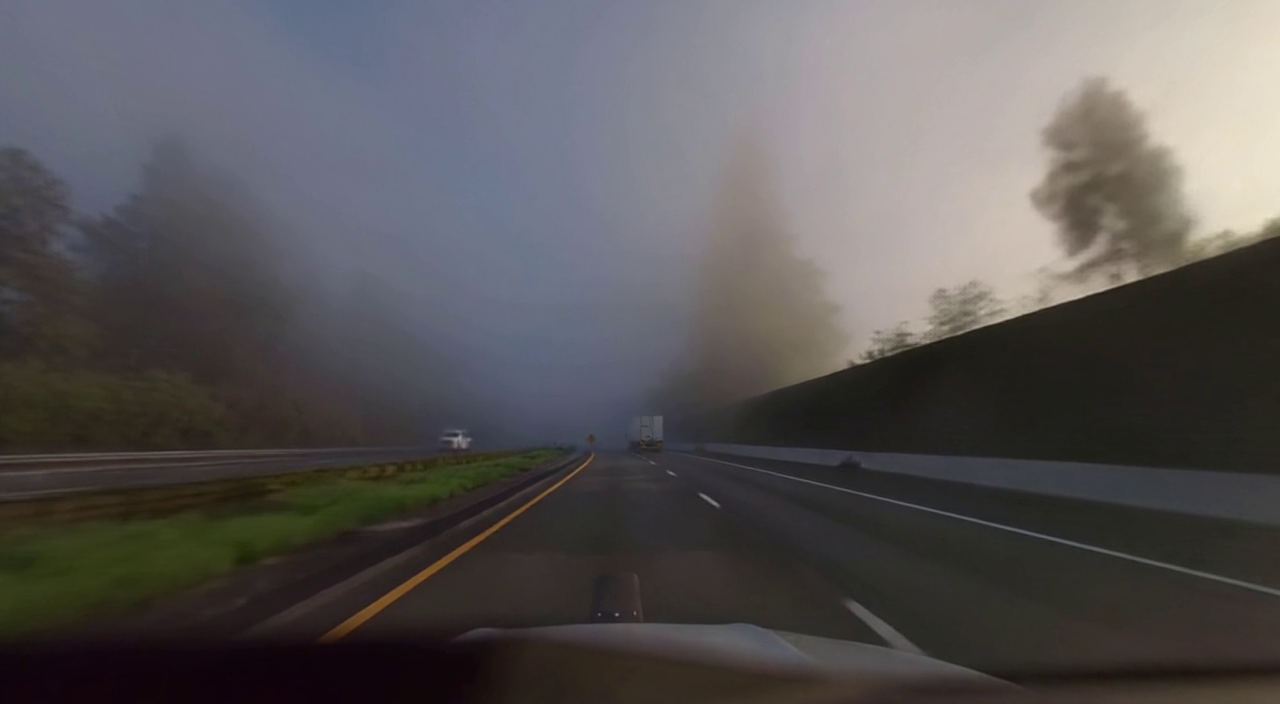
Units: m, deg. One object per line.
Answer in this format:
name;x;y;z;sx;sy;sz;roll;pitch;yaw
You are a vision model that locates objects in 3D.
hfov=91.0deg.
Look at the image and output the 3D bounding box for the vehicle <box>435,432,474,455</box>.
vehicle;-13.870;6.852;47.187;1.829;1.570;4.180;0;-8;-2
